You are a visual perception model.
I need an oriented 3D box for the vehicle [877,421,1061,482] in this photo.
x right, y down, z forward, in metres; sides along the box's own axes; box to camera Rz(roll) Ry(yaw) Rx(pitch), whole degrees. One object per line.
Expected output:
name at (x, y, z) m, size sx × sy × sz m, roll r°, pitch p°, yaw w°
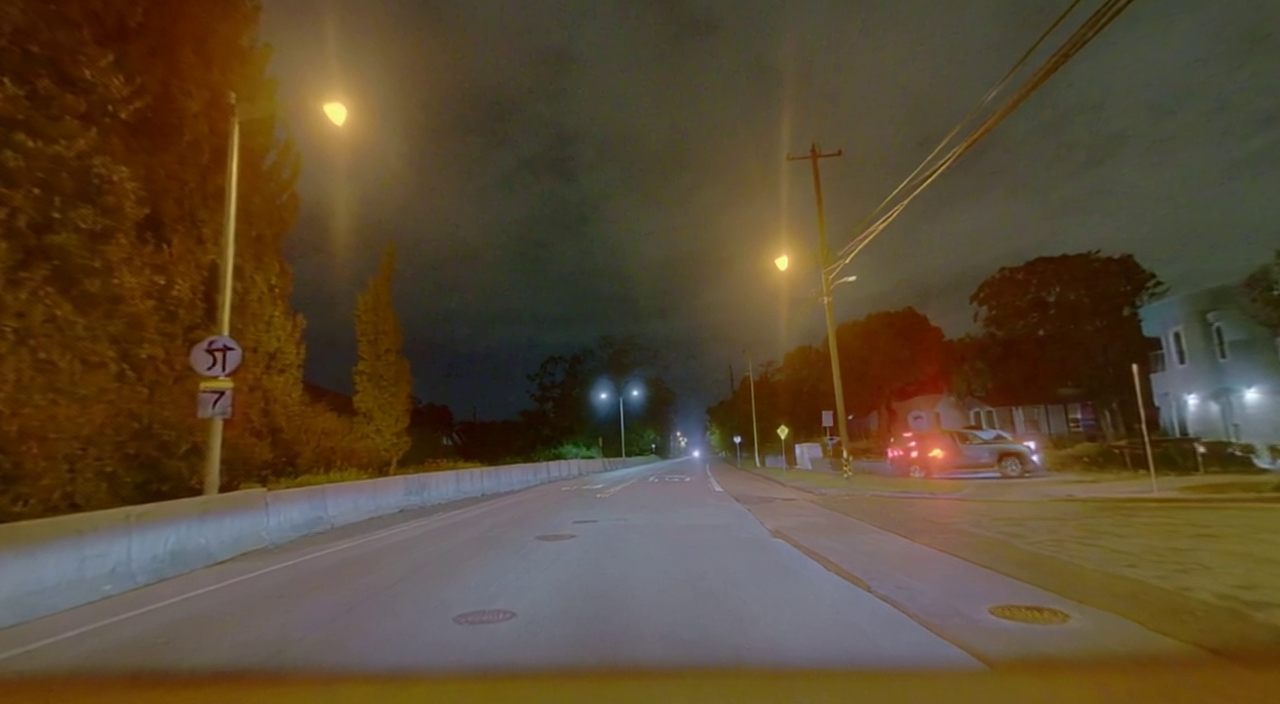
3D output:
vehicle at (10.098, 3.097, 19.685) m, size 4.614 × 1.764 × 1.860 m, roll -1°, pitch -8°, yaw 5°
